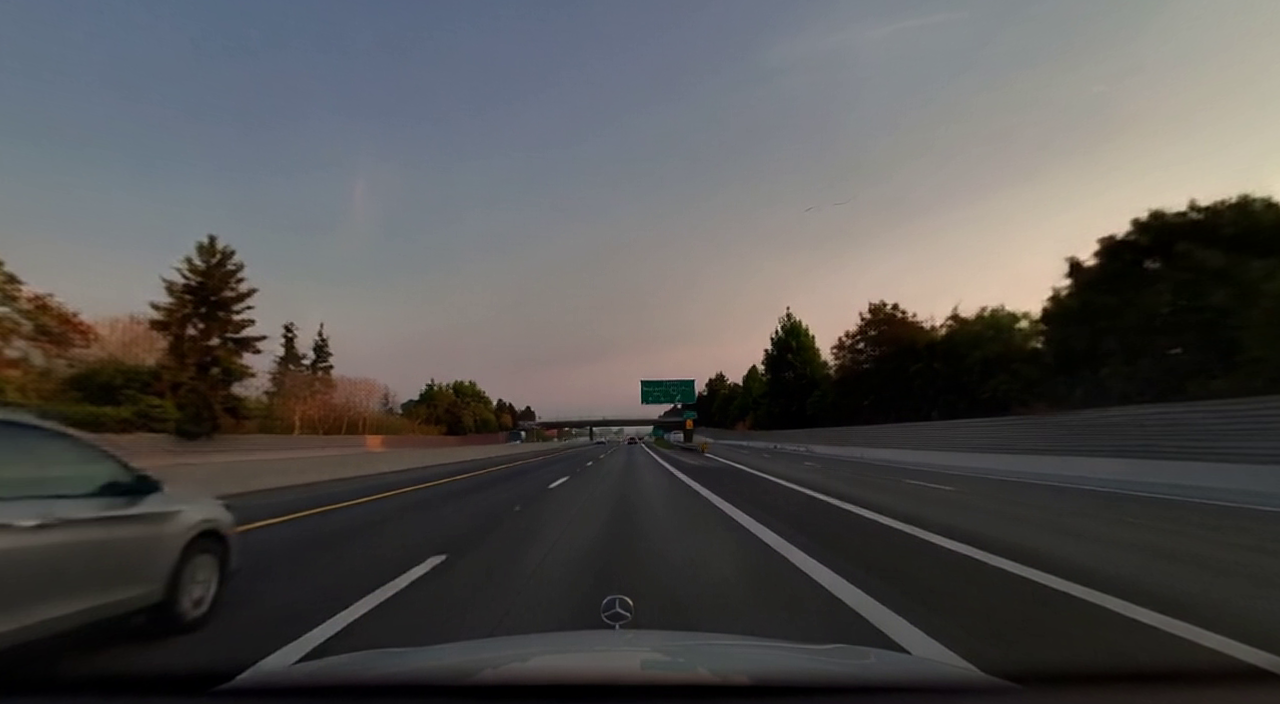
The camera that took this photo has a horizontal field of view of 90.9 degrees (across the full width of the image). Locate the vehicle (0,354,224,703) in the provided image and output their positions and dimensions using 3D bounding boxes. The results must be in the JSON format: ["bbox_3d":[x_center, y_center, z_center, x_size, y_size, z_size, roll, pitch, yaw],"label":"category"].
[{"bbox_3d":[-3.937,0.750,2.178,2.129,1.641,4.263,0,-7,-1],"label":"vehicle"}]
